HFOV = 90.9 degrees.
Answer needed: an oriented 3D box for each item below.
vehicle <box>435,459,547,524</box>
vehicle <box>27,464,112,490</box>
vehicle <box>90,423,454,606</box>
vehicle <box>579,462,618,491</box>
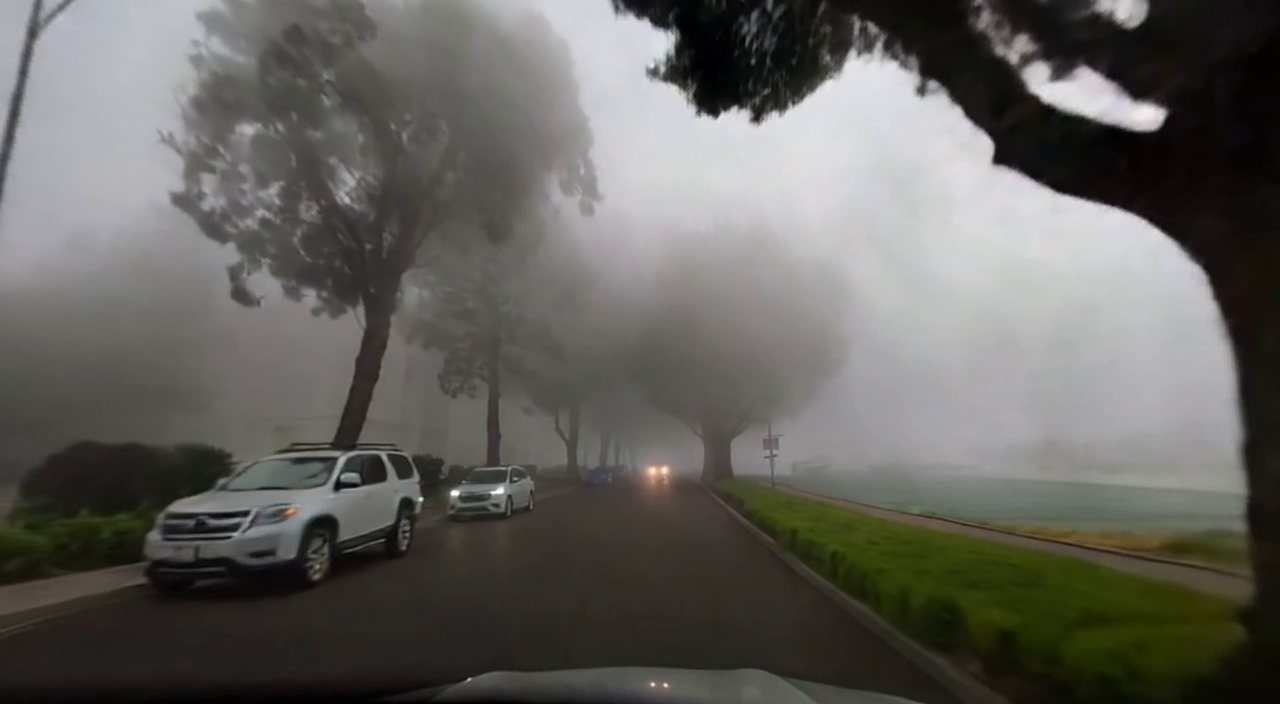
[{"bbox_3d":[-4.009,3.835,17.762,1.903,1.542,4.115,-2,-10,4],"label":"vehicle"},{"bbox_3d":[-32.313,7.078,35.788,1.590,1.392,3.279,0,-11,1],"label":"vehicle"},{"bbox_3d":[-4.375,2.028,8.670,2.022,1.776,4.625,-2,-10,3],"label":"vehicle"},{"bbox_3d":[-2.522,7.656,38.941,2.011,1.596,3.760,-1,-10,2],"label":"vehicle"}]
